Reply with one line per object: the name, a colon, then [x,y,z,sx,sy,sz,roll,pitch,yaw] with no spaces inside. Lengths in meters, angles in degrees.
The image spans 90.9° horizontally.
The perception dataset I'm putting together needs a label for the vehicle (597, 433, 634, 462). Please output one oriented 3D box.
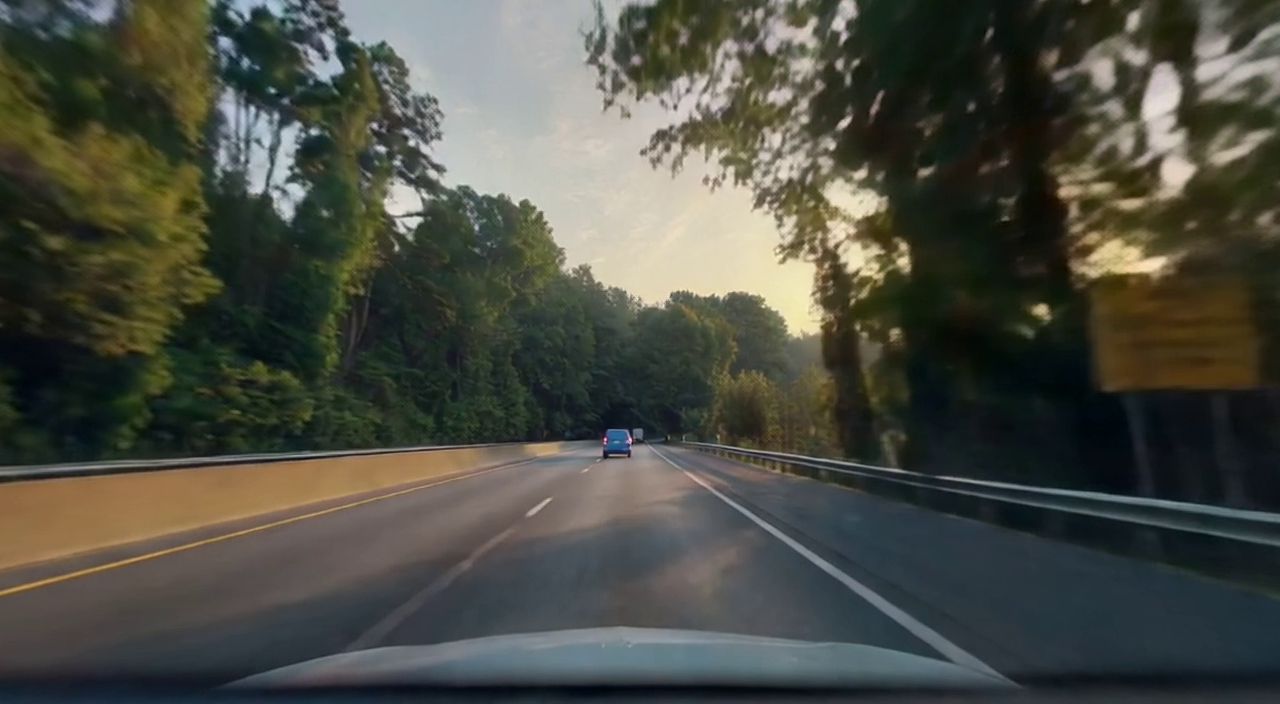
vehicle: [-1.409,5.816,38.555,2.094,1.653,4.283,0,-8,0]
